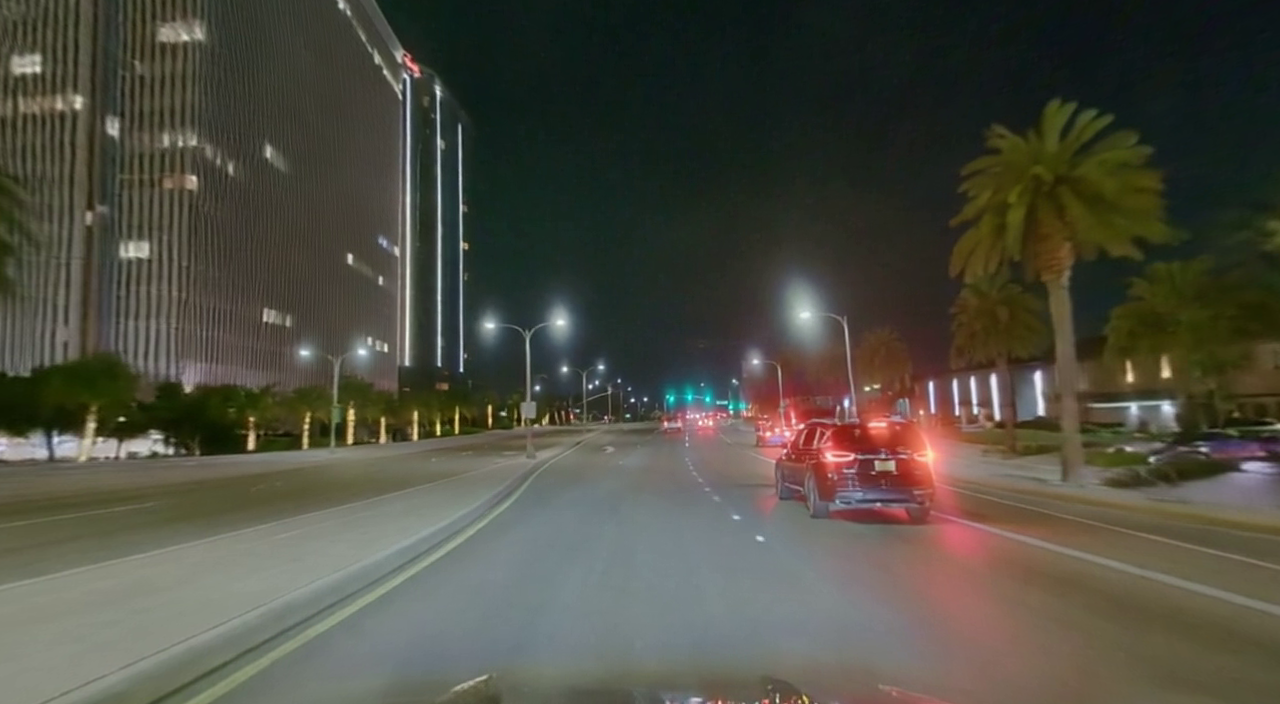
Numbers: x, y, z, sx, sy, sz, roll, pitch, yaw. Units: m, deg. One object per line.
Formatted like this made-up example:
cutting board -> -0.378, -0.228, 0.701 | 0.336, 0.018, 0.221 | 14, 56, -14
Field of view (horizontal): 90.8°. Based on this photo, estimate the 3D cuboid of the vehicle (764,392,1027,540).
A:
vehicle -> 3.606, 1.756, 10.168 | 2.219, 1.795, 4.718 | 0, -9, 0

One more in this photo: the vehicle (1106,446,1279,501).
vehicle -> 17.627, 3.848, 20.407 | 1.818, 1.568, 4.309 | 0, -9, 0
